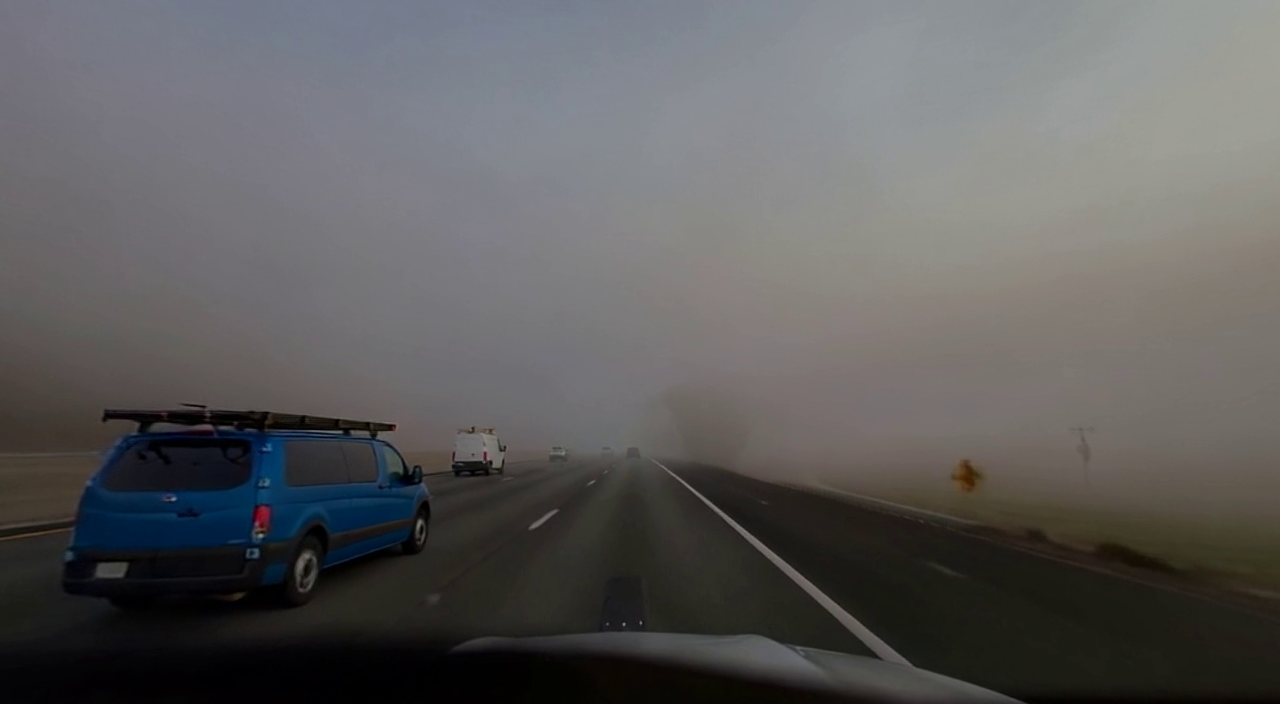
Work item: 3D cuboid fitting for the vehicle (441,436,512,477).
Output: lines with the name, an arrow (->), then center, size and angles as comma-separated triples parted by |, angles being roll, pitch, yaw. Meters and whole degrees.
vehicle -> -7.561, 4.888, 29.704 | 2.093, 1.752, 4.771 | 0, -9, 0

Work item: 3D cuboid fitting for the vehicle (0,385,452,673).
vehicle -> -3.624, 1.401, 6.194 | 2.040, 1.679, 4.865 | 0, -9, 0
